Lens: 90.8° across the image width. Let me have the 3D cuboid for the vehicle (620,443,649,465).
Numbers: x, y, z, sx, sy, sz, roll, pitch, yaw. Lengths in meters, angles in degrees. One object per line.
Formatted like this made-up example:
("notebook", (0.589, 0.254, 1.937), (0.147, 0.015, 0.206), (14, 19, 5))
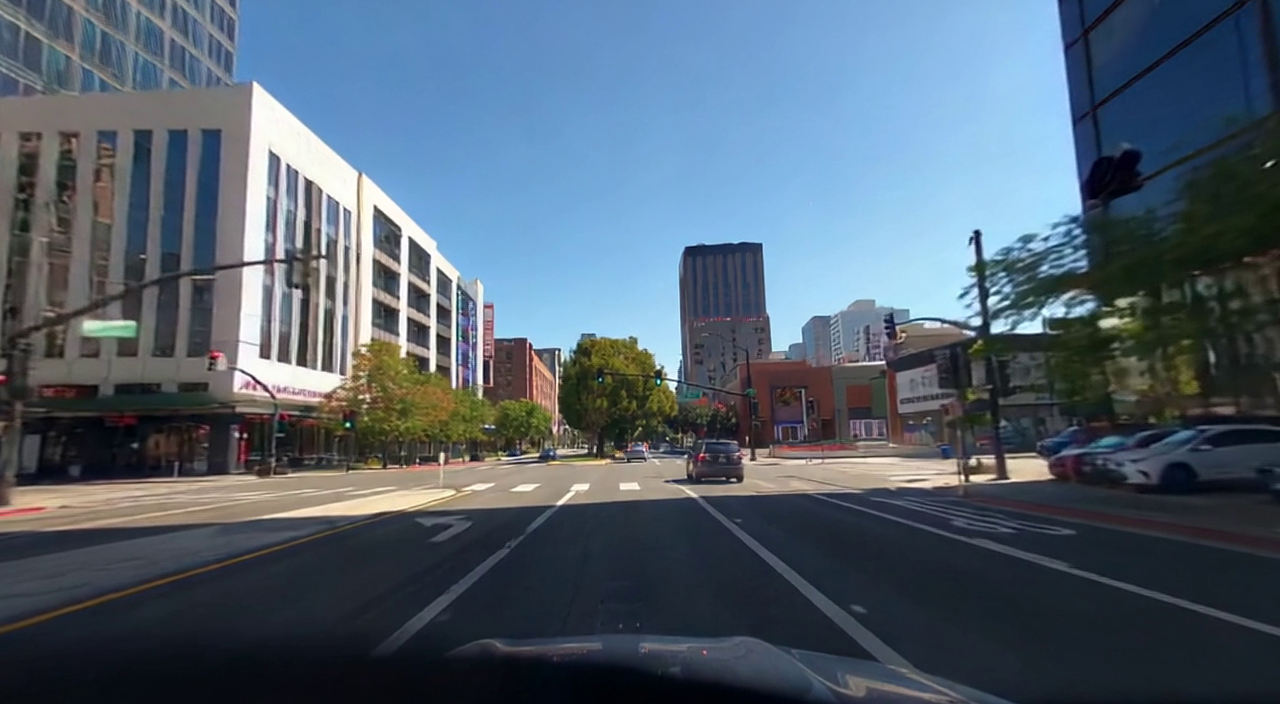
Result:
("vehicle", (-0.439, 7.376, 46.008), (2.045, 1.510, 3.690), (0, -8, -1))

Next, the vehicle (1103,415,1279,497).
("vehicle", (13.491, 2.320, 14.251), (4.347, 1.682, 2.098), (-3, -9, 18))
